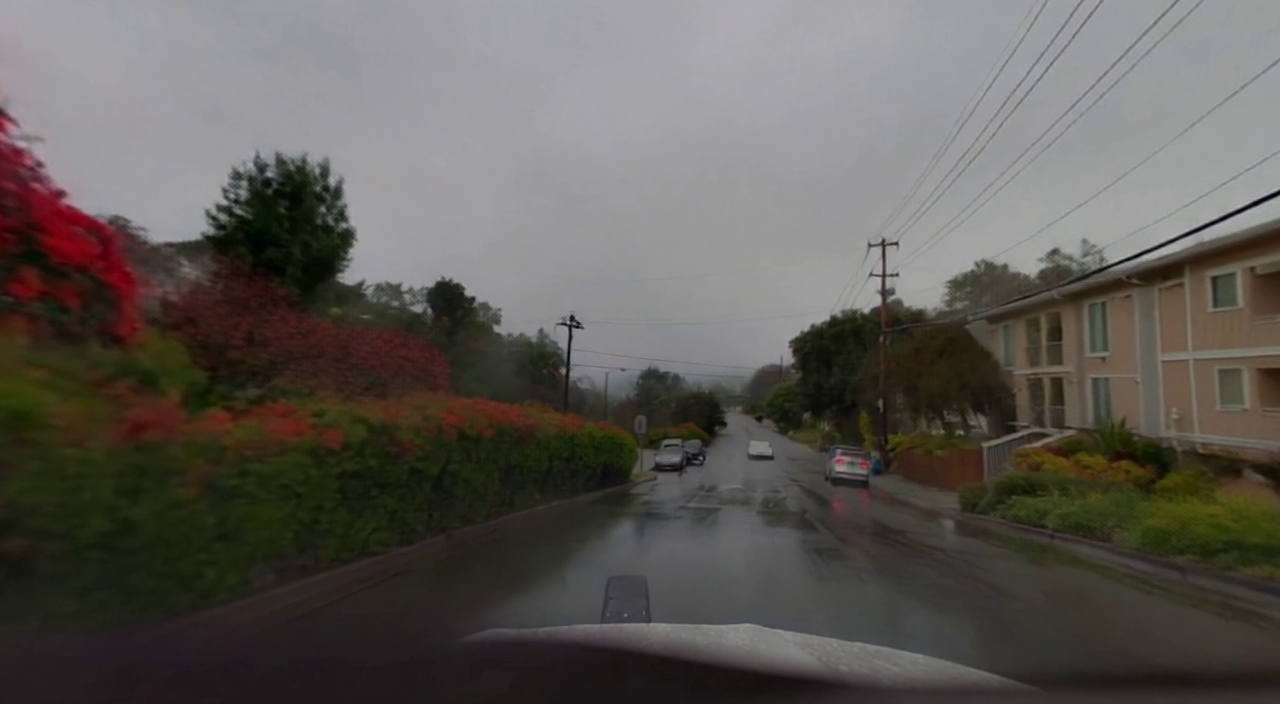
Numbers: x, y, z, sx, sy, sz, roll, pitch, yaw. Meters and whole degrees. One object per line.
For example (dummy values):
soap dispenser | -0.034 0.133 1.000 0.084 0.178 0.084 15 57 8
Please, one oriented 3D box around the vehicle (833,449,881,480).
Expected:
vehicle | 11.473 5.908 33.607 2.151 1.468 5.066 -3 -9 17
